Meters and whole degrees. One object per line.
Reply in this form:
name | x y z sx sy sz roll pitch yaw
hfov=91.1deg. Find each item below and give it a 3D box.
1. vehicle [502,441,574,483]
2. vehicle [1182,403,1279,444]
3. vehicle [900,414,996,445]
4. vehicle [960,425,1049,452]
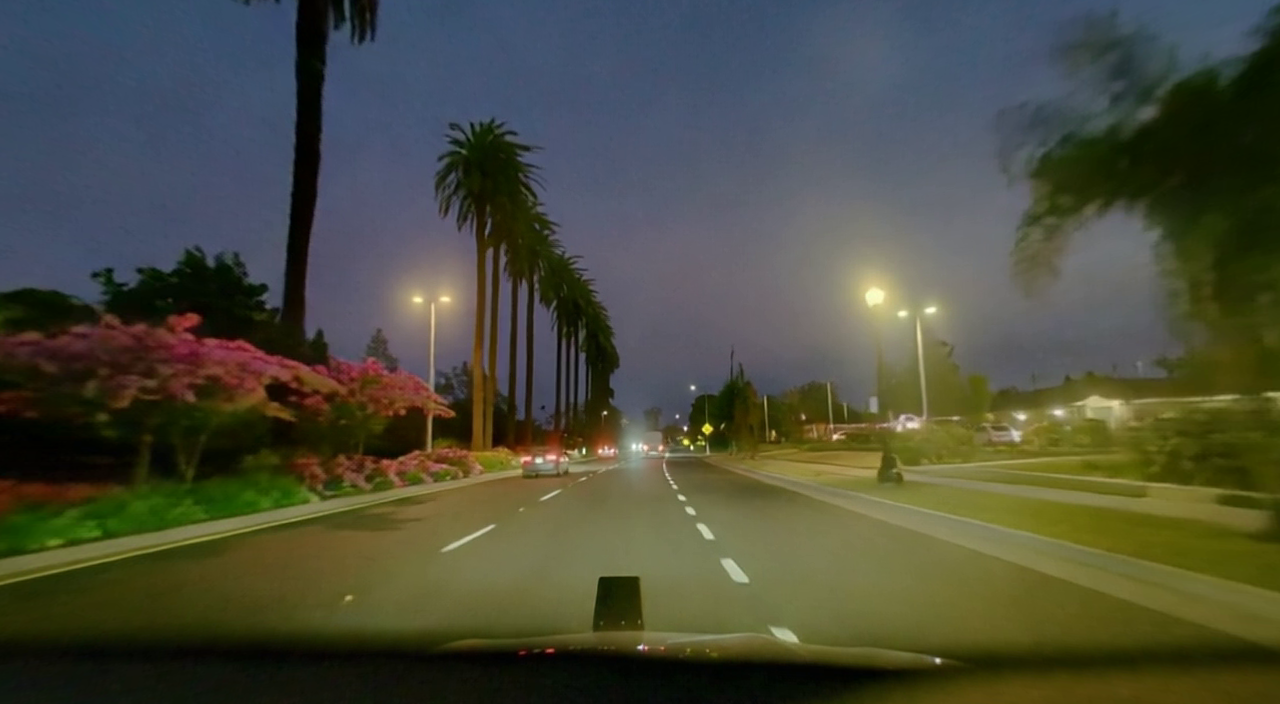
vehicle | -3.910 4.307 24.845 2.036 1.478 4.508 0 -9 1
vehicle | 24.693 2.879 25.205 3.956 1.565 1.886 -1 -8 4
vehicle | 21.416 5.445 43.840 5.458 2.044 2.299 0 -9 -2
vehicle | 21.669 5.144 37.470 4.168 1.489 1.768 0 -7 5
